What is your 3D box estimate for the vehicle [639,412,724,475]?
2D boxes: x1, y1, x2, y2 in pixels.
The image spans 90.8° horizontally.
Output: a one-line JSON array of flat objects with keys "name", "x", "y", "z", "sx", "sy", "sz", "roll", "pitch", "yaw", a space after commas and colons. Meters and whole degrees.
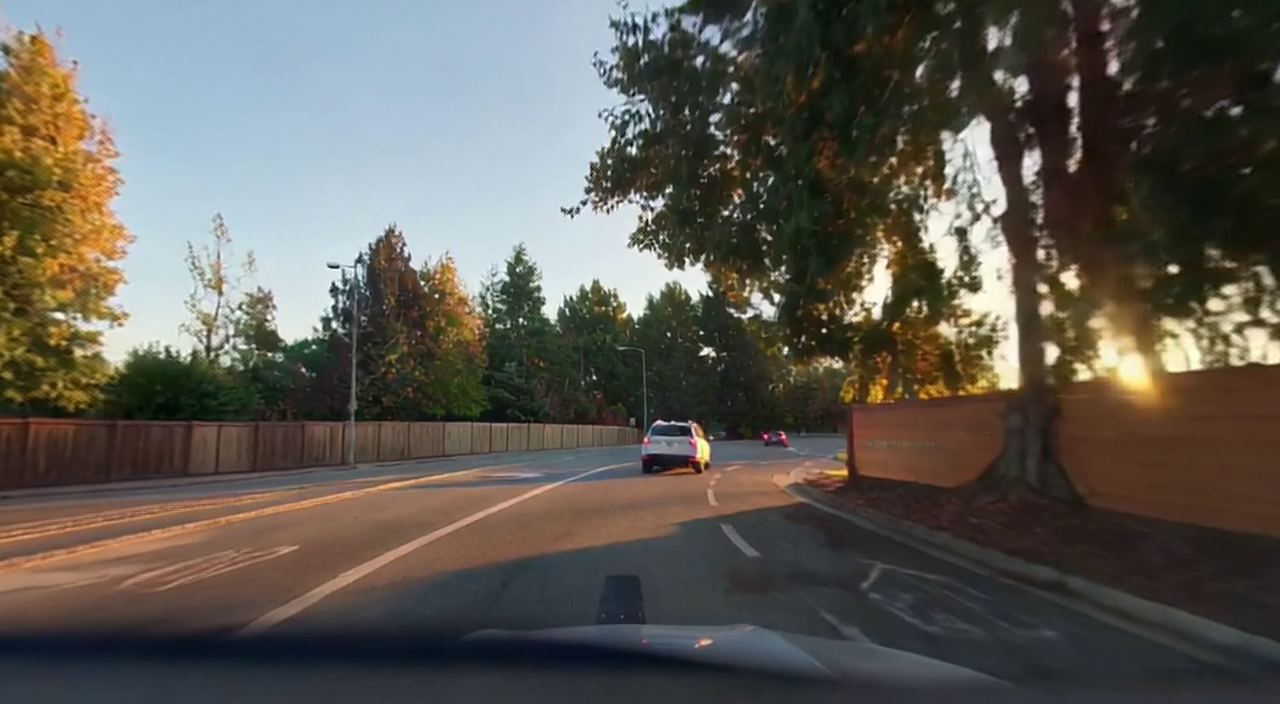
[{"name": "vehicle", "x": 1.504, "y": 2.983, "z": 20.916, "sx": 2.230, "sy": 1.827, "sz": 4.580, "roll": -1, "pitch": -8, "yaw": 11}]
